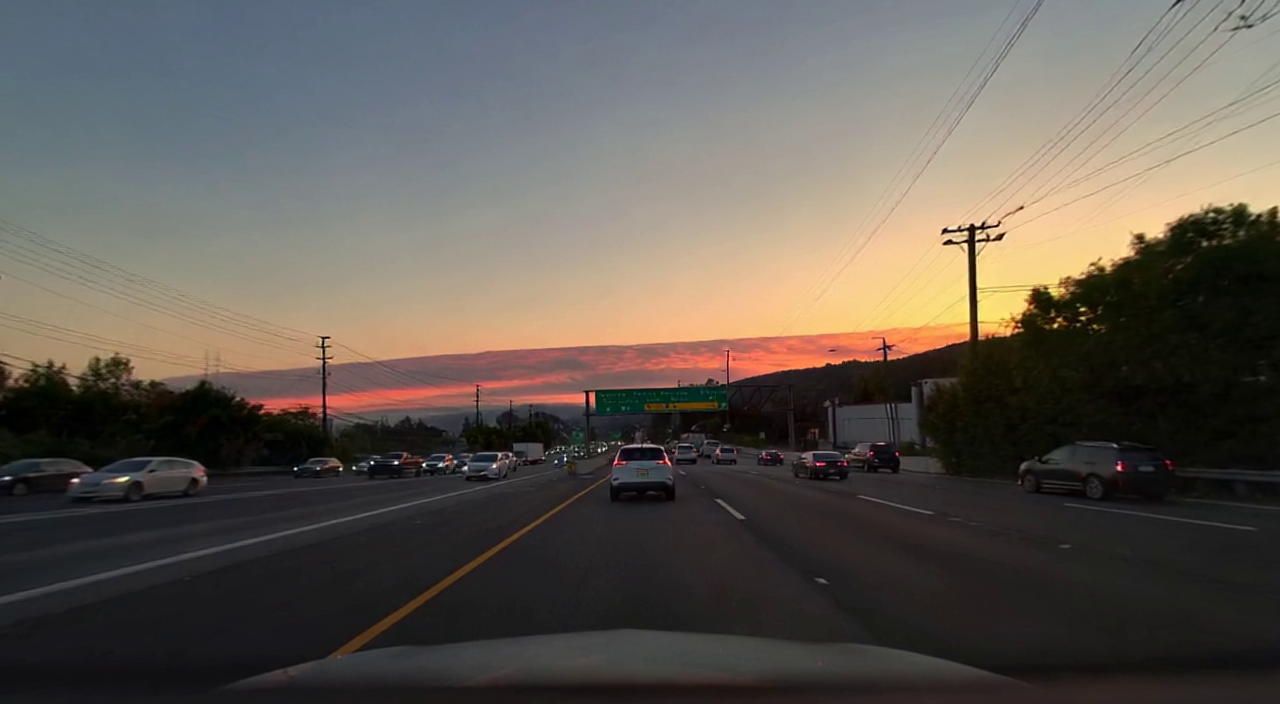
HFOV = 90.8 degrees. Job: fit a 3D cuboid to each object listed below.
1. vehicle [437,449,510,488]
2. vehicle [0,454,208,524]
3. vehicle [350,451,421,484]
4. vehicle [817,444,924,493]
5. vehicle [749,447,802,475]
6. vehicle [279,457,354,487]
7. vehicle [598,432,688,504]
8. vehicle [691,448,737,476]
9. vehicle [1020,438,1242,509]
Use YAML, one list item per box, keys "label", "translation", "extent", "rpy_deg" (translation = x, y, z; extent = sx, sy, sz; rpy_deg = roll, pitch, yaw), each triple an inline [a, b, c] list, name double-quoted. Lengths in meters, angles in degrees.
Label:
- label: "vehicle"
  translation: [-7.442, 5.243, 28.764]
  extent: [2.004, 1.596, 4.520]
  rpy_deg: [0, -9, 2]
- label: "vehicle"
  translation: [-13.864, 3.410, 16.363]
  extent: [1.938, 1.468, 4.656]
  rpy_deg: [0, -9, 2]
- label: "vehicle"
  translation: [-14.518, 6.582, 36.357]
  extent: [2.032, 1.721, 4.683]
  rpy_deg: [0, -9, 1]
- label: "vehicle"
  translation: [7.564, 3.843, 21.216]
  extent: [1.958, 1.473, 4.201]
  rpy_deg: [0, -9, 0]
- label: "vehicle"
  translation: [7.549, 6.127, 35.651]
  extent: [1.934, 1.461, 4.368]
  rpy_deg: [0, -9, -1]
- label: "vehicle"
  translation: [-17.526, 6.488, 34.447]
  extent: [1.752, 1.449, 4.321]
  rpy_deg: [0, -9, 1]
- label: "vehicle"
  translation: [0.073, 3.292, 18.368]
  extent: [2.298, 1.809, 4.359]
  rpy_deg: [0, -9, 0]
- label: "vehicle"
  translation: [4.233, 6.331, 36.676]
  extent: [2.115, 1.481, 3.968]
  rpy_deg: [0, -9, -1]
- label: "vehicle"
  translation: [11.802, 2.918, 15.708]
  extent: [1.901, 1.485, 4.483]
  rpy_deg: [0, -9, 0]
